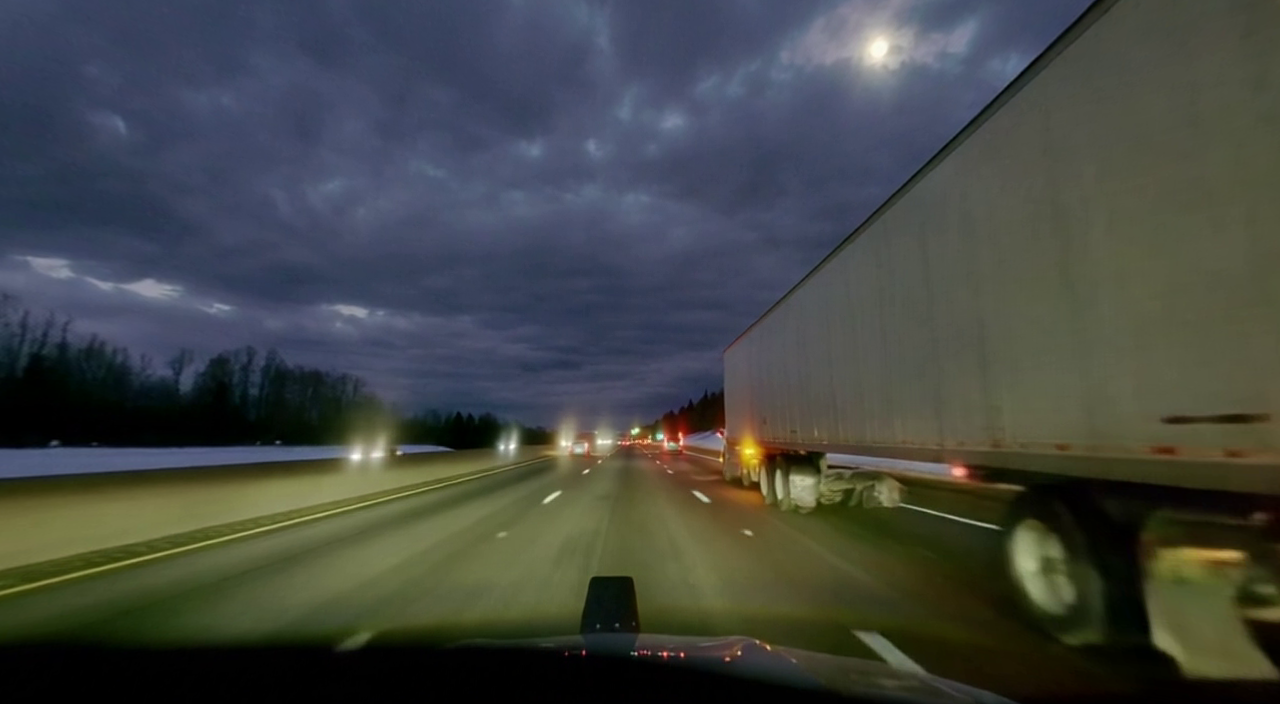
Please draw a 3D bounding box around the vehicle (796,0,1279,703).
[{"bbox_3d":[4.100,0.126,5.966,2.906,3.999,8.621,0,-8,-1],"label":"vehicle"}]

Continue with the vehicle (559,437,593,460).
[{"bbox_3d":[-4.452,6.763,44.305,2.017,1.484,4.088,0,-8,0],"label":"vehicle"}]

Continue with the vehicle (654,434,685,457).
[{"bbox_3d":[2.221,7.218,48.621,2.124,1.696,4.173,0,-8,-1],"label":"vehicle"}]
